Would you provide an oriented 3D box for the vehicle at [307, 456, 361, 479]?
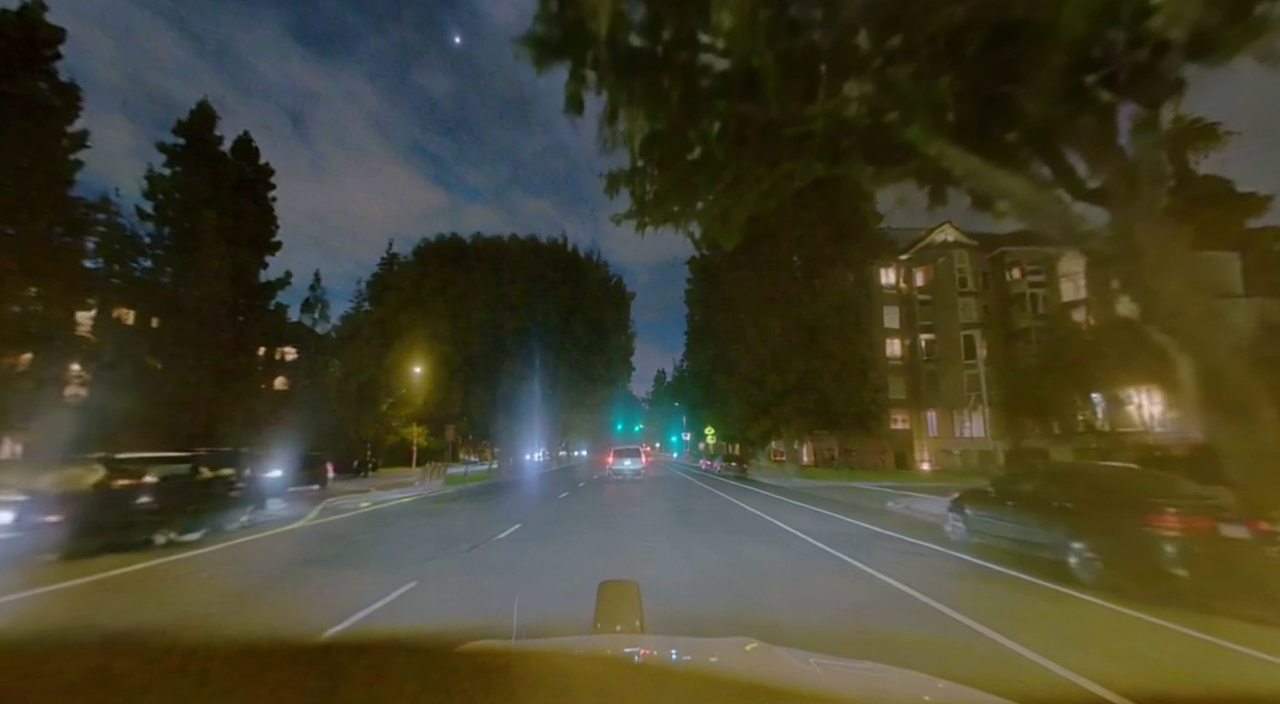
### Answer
[{"bbox_3d":[-22.439,8.466,46.521,1.772,1.457,4.505,0,-9,-1],"label":"vehicle"}]

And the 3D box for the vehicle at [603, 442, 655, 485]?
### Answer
[{"bbox_3d":[-0.467,4.743,27.273,2.070,1.698,3.925,0,-9,-1],"label":"vehicle"}]

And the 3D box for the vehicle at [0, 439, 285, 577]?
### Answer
[{"bbox_3d":[-7.529,2.042,9.231,2.105,1.474,4.808,0,-9,-3],"label":"vehicle"}]

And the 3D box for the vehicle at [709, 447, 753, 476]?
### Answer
[{"bbox_3d":[5.620,6.813,39.678,1.970,1.696,4.405,0,-9,-2],"label":"vehicle"}]

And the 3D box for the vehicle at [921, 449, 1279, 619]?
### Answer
[{"bbox_3d":[5.694,1.993,8.036,1.978,1.485,4.603,0,-9,-2],"label":"vehicle"}]
